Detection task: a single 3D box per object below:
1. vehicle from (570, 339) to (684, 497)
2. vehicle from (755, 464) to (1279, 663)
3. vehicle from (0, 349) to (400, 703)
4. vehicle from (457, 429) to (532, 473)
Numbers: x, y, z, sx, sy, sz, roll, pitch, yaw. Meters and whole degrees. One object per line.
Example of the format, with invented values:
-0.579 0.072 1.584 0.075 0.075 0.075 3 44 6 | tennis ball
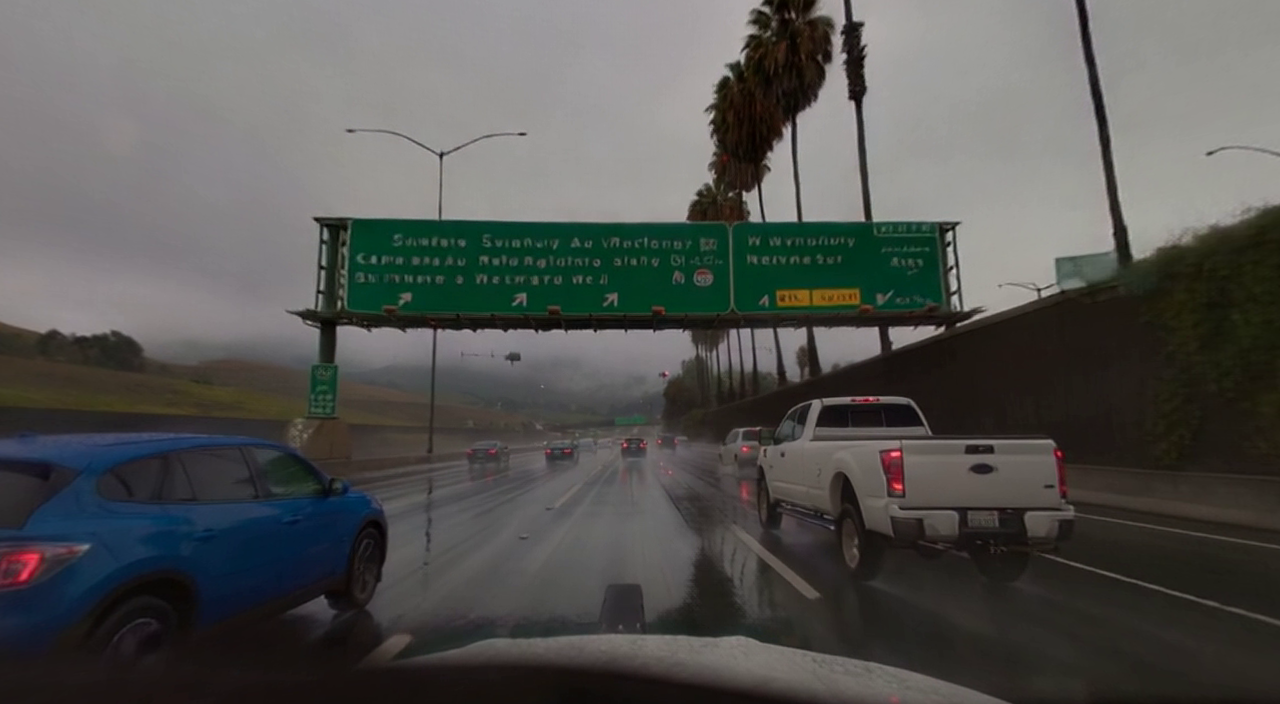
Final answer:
-0.264 2.477 21.602 2.906 4.040 10.743 0 -9 1 | vehicle
3.086 1.777 6.653 2.635 1.036 5.568 0 -9 -1 | vehicle
-3.222 1.082 3.889 1.885 1.654 4.103 0 -9 0 | vehicle
-7.004 4.881 31.194 2.344 1.954 5.579 0 -9 0 | vehicle
